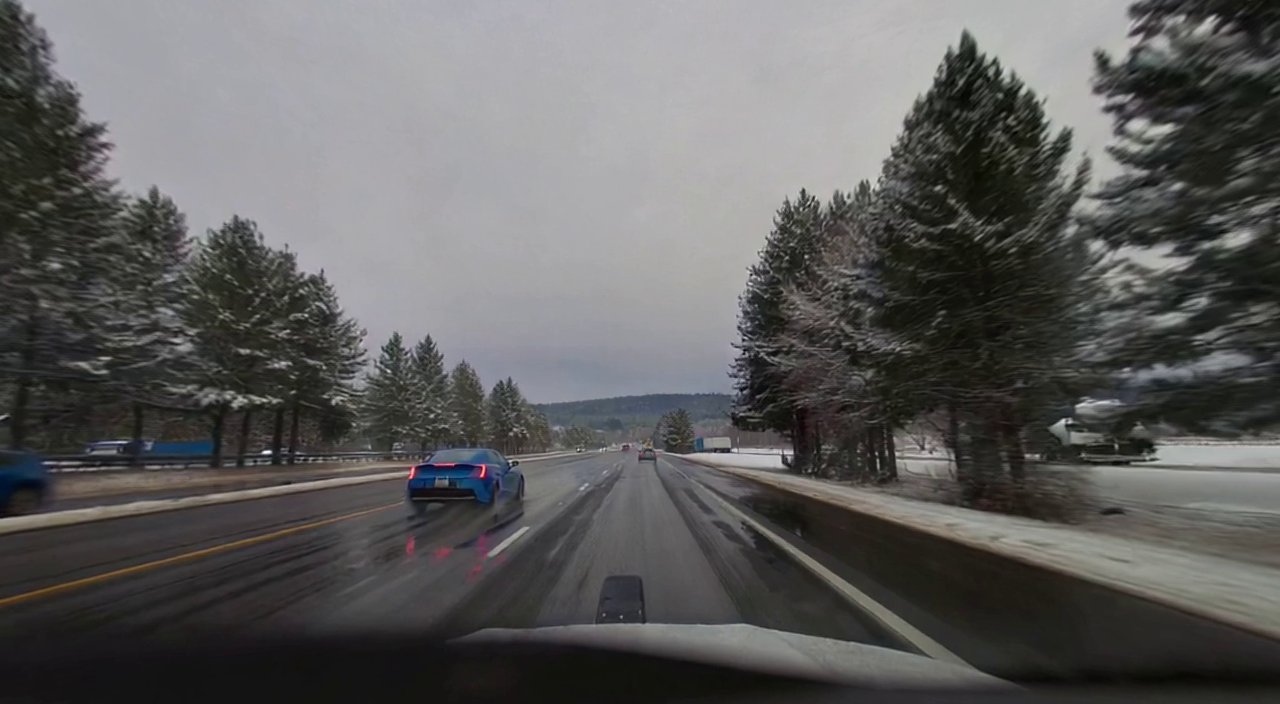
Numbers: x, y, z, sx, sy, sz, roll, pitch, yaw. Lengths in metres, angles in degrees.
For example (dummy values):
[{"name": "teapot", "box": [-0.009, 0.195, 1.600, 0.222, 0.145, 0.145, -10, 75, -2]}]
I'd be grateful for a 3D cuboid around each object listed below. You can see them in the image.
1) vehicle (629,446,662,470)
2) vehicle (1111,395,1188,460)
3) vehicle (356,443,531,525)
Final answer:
[{"name": "vehicle", "box": [0.320, 6.838, 40.942, 2.079, 1.450, 3.942, 0, -9, 0]}, {"name": "vehicle", "box": [38.320, 5.782, 47.223, 11.007, 4.362, 2.851, 8, -12, -44]}, {"name": "vehicle", "box": [-3.905, 2.698, 13.574, 2.170, 1.451, 4.584, 0, -9, 2]}]
